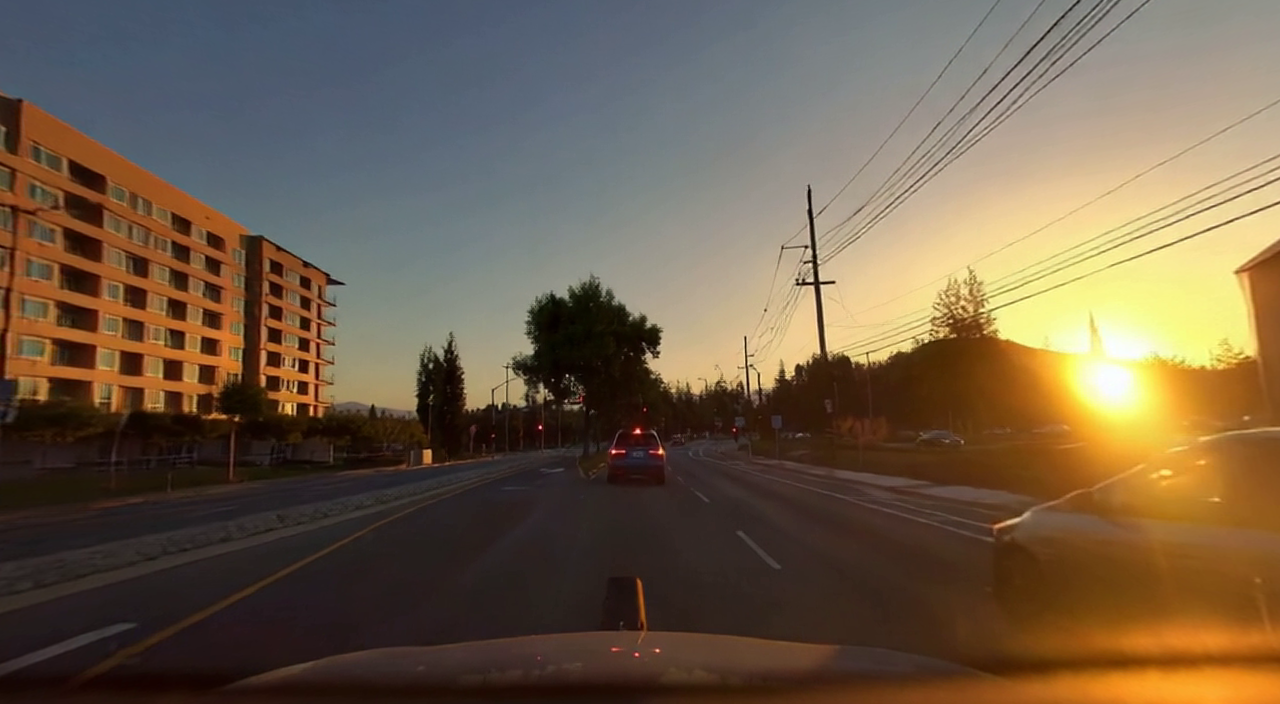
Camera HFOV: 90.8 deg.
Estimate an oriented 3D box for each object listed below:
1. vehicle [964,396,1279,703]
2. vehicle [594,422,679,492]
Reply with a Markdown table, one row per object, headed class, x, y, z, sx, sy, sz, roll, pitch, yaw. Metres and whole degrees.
| class | x | y | z | sx | sy | sz | roll | pitch | yaw |
| --- | --- | --- | --- | --- | --- | --- | --- | --- | --- |
| vehicle | 3.142 | 0.850 | 1.795 | 1.990 | 1.482 | 4.575 | 0 | -9 | 0 |
| vehicle | -0.091 | 3.032 | 18.419 | 2.189 | 1.776 | 4.342 | 0 | -9 | 0 |
